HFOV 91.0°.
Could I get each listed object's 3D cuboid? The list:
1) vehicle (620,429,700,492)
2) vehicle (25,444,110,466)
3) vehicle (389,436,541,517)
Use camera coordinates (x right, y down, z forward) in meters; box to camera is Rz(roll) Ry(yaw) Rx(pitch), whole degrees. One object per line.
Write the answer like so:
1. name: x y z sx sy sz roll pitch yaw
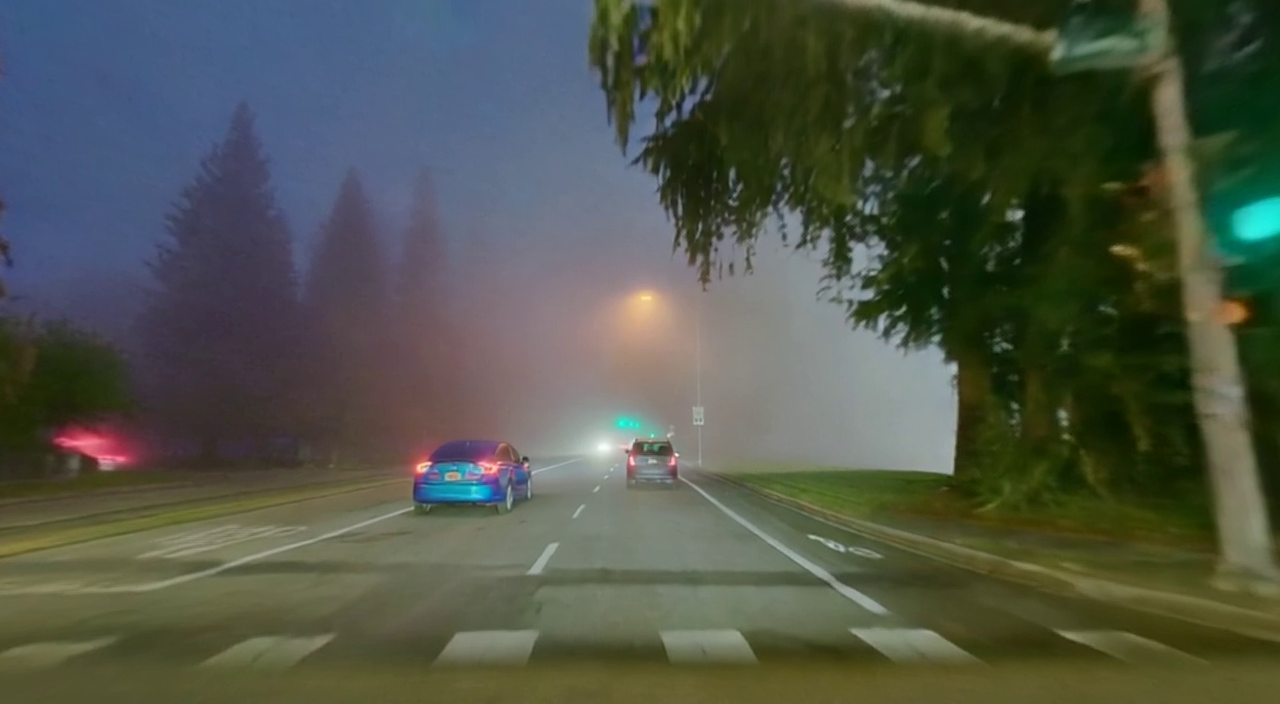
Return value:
1. vehicle: 0.497 3.455 20.475 2.215 1.799 4.426 0 -8 -3
2. vehicle: -40.704 7.328 44.917 1.856 1.459 4.521 0 -8 -1
3. vehicle: -3.466 2.533 13.393 2.036 1.447 4.044 0 -8 0
